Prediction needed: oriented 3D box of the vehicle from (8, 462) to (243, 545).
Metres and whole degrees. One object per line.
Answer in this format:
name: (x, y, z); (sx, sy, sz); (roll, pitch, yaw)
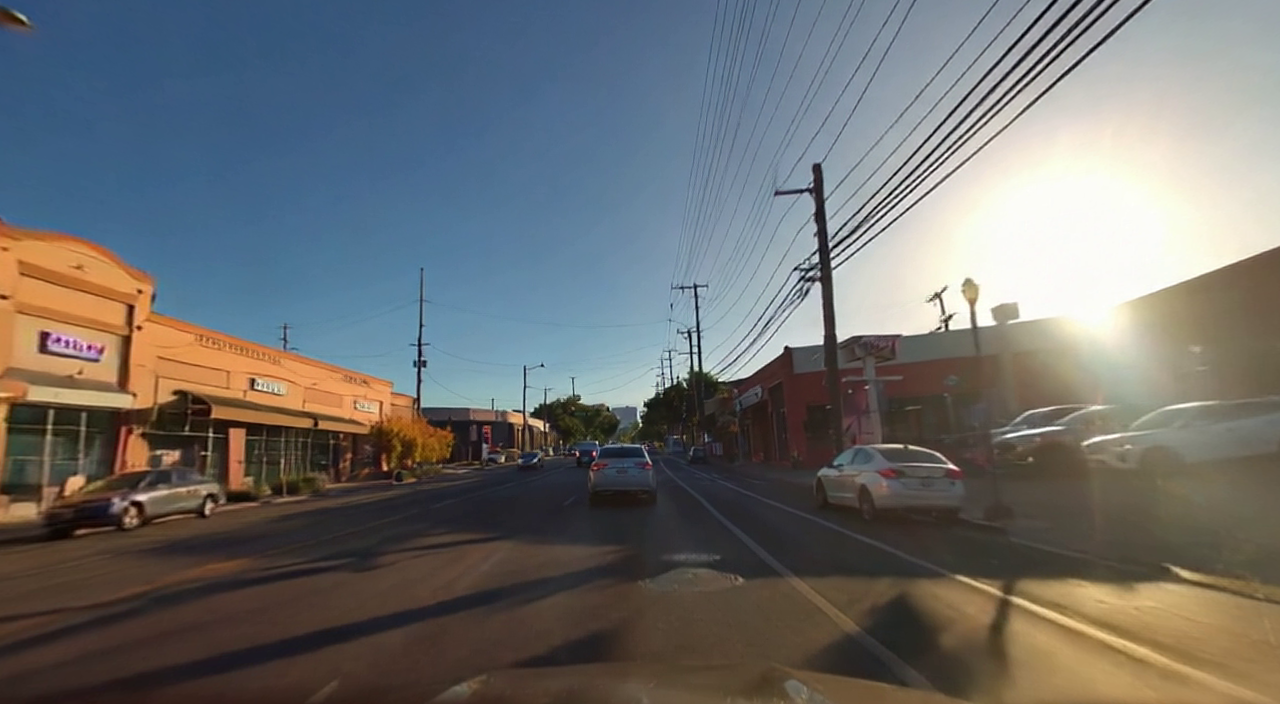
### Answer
vehicle: (-11.505, 3.362, 14.632); (1.817, 1.480, 4.282); (0, -8, 0)

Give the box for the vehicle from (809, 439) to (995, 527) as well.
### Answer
vehicle: (5.219, 2.628, 13.393); (1.937, 1.523, 4.541); (0, -8, -1)

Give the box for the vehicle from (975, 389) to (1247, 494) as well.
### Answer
vehicle: (11.231, 2.248, 15.933); (2.329, 2.145, 5.841); (0, -8, 0)

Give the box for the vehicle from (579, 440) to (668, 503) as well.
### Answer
vehicle: (-0.418, 3.141, 17.058); (2.116, 1.479, 3.980); (0, -8, 0)
